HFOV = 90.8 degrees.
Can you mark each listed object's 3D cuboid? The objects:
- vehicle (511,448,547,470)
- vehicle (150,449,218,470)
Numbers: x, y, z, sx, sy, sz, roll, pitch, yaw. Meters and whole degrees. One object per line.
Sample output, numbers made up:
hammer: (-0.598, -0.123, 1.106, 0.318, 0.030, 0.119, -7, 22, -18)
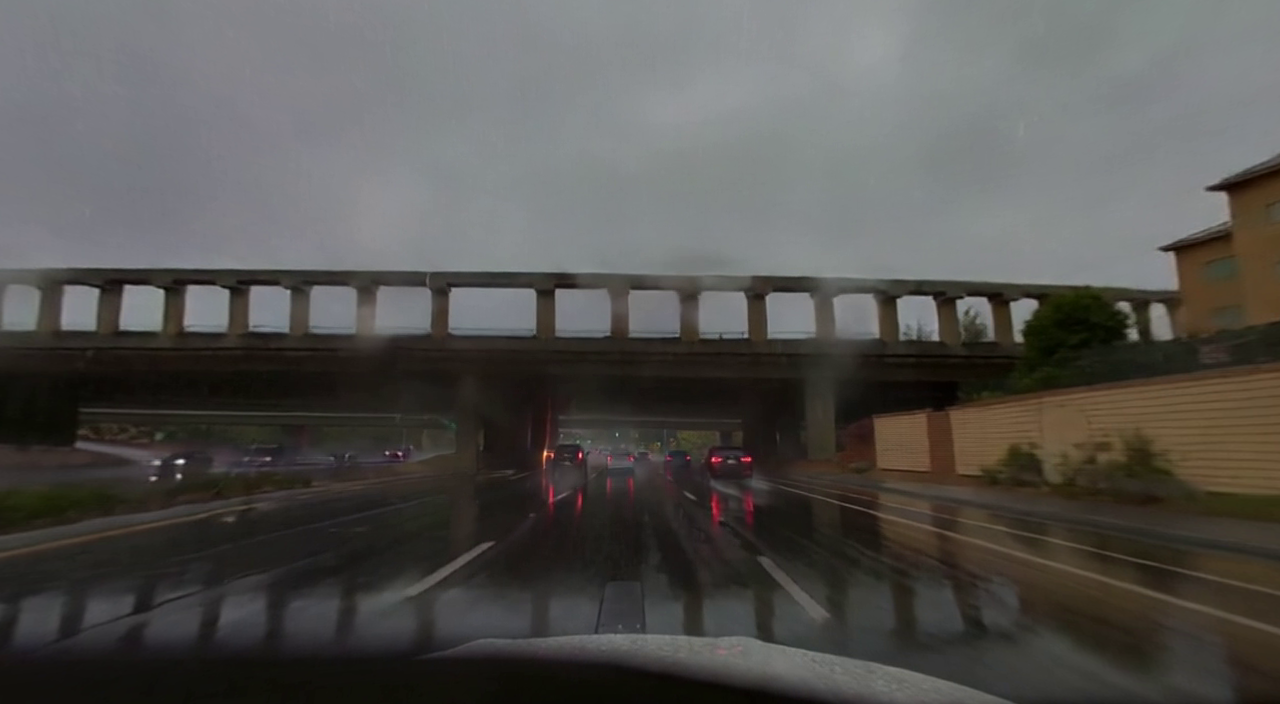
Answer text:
vehicle: (-8.000, 7.713, 45.800, 2.007, 1.519, 4.366, 0, -9, -2)
vehicle: (-33.733, 7.948, 46.904, 1.890, 1.462, 4.500, 0, -9, -4)
